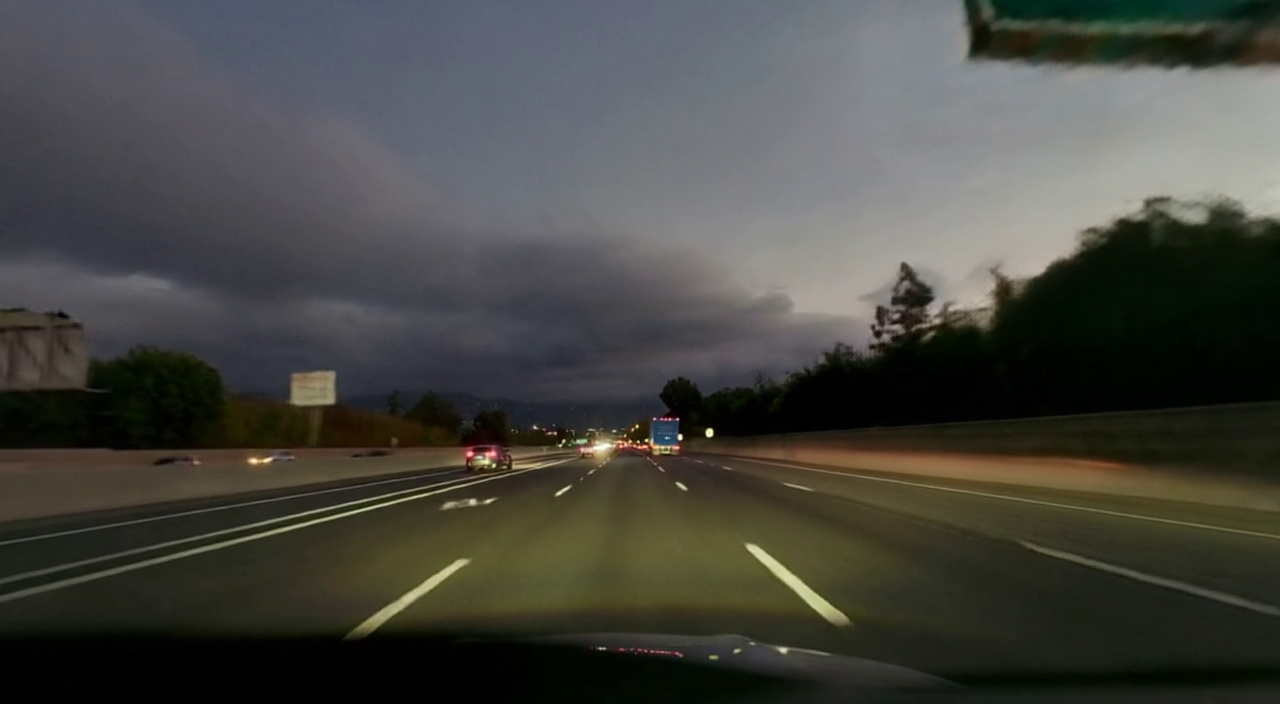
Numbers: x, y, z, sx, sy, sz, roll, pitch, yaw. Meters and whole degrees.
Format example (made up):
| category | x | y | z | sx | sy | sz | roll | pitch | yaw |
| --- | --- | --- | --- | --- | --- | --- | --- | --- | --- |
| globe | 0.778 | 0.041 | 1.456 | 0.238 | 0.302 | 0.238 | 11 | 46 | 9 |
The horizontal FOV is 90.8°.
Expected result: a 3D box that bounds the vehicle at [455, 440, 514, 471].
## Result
| category | x | y | z | sx | sy | sz | roll | pitch | yaw |
| --- | --- | --- | --- | --- | --- | --- | --- | --- | --- |
| vehicle | -8.157 | 5.483 | 33.575 | 2.033 | 1.494 | 4.508 | 0 | -9 | 0 |
